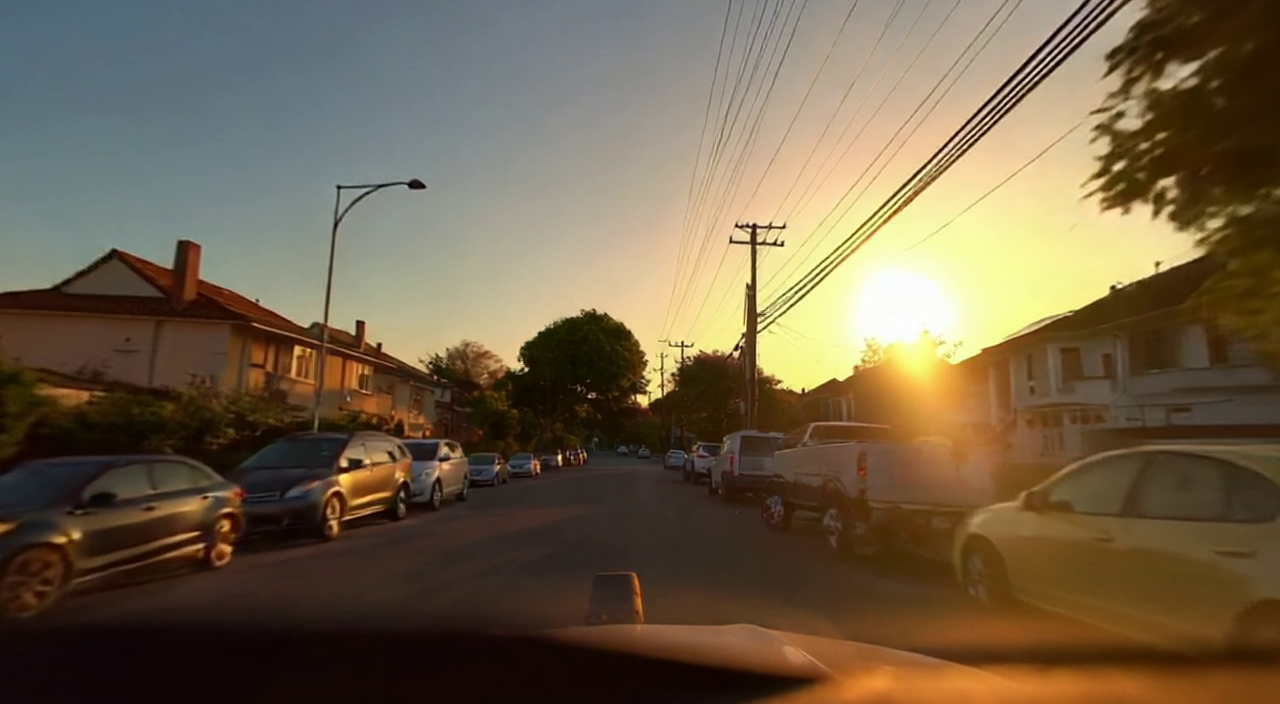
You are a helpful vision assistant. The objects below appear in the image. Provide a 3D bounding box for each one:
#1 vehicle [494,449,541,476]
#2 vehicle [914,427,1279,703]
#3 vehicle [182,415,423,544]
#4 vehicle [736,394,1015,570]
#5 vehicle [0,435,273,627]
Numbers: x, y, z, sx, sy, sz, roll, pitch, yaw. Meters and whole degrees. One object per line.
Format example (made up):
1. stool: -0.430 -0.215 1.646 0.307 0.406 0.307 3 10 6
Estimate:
1. vehicle: -6.772 6.129 35.296 1.958 1.359 4.357 0 -8 -3
2. vehicle: 3.890 1.312 4.300 1.990 1.521 4.153 0 -8 -3
3. vehicle: -5.969 2.290 12.043 2.034 1.923 4.713 0 -8 -1
4. vehicle: 3.244 1.942 10.304 2.237 2.071 5.332 0 -8 -3
5. vehicle: -5.928 1.699 6.886 1.745 1.502 3.648 0 -8 -2
